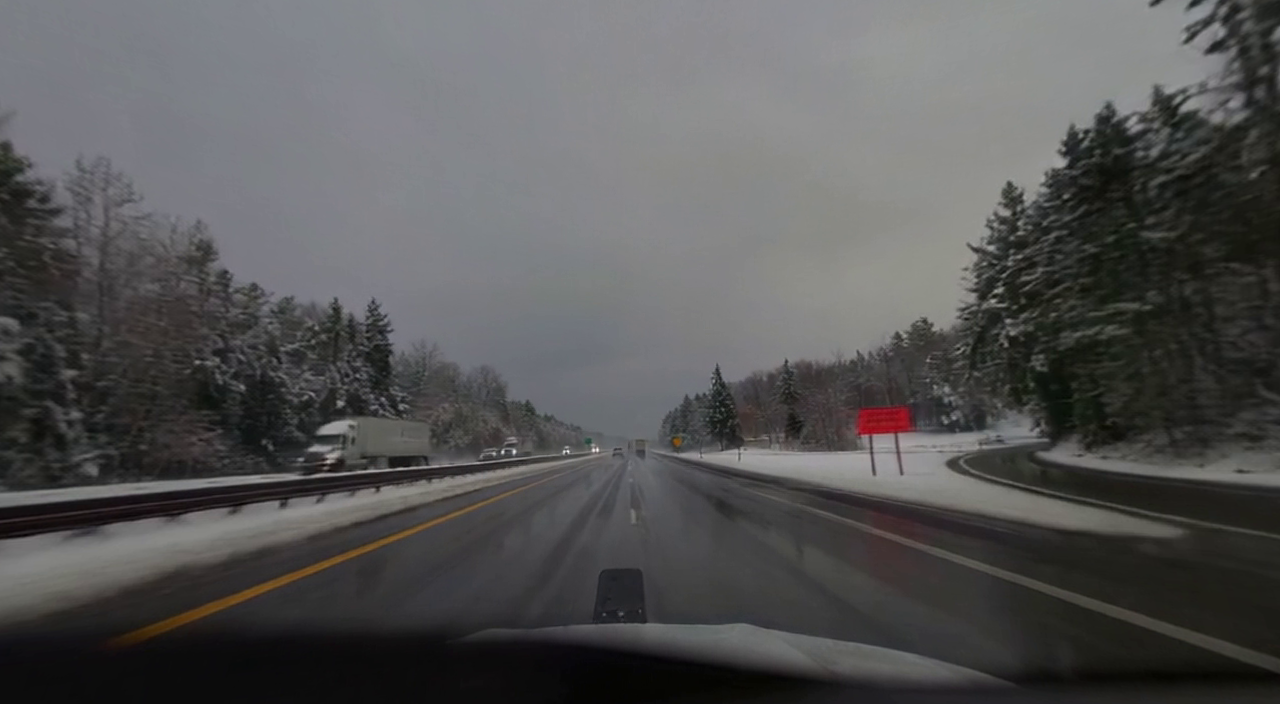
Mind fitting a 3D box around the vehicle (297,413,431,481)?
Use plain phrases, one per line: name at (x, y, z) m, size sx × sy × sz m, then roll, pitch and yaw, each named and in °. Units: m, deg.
vehicle at (-20.665, 7.432, 49.329) m, size 2.936 × 4.356 × 16.937 m, roll 0°, pitch -9°, yaw 0°
